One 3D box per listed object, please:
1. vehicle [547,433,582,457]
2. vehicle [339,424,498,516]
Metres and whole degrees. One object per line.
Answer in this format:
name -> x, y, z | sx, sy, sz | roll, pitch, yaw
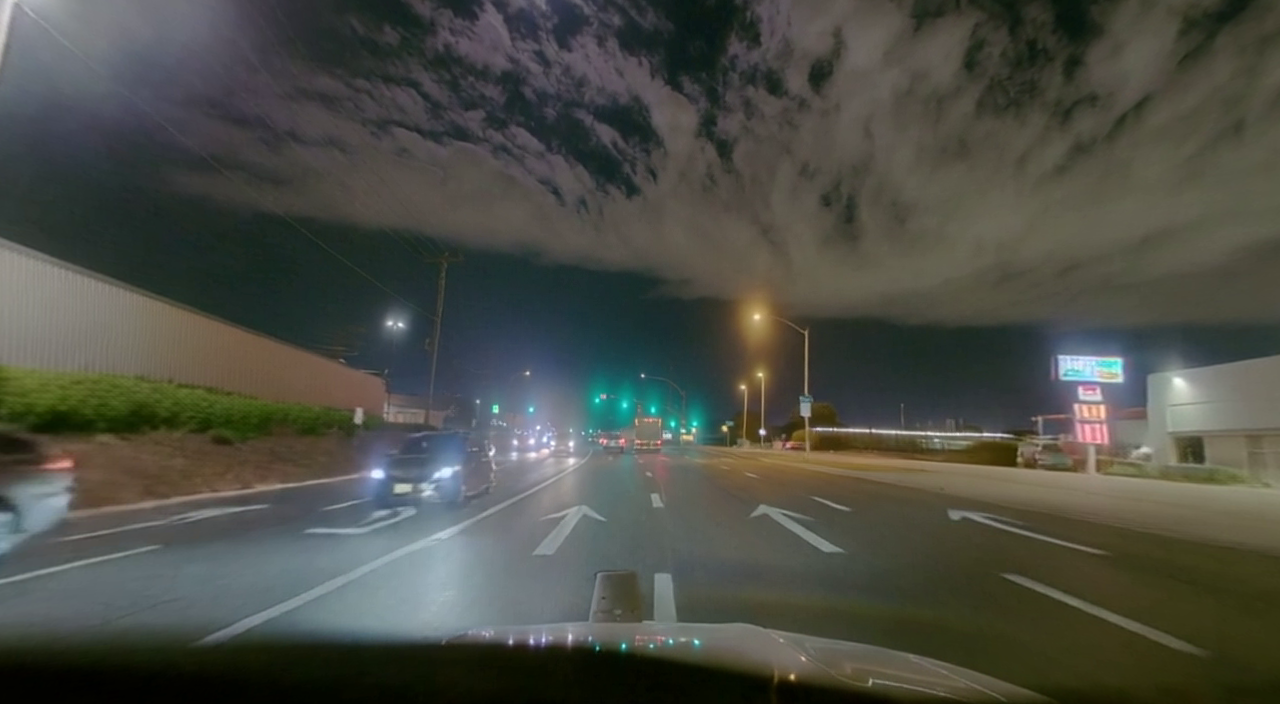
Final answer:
vehicle -> -5.043, 6.271, 42.544 | 2.003, 1.562, 3.862 | 0, -8, -2
vehicle -> -4.166, 2.250, 12.540 | 1.727, 1.519, 3.805 | 0, -8, 0
